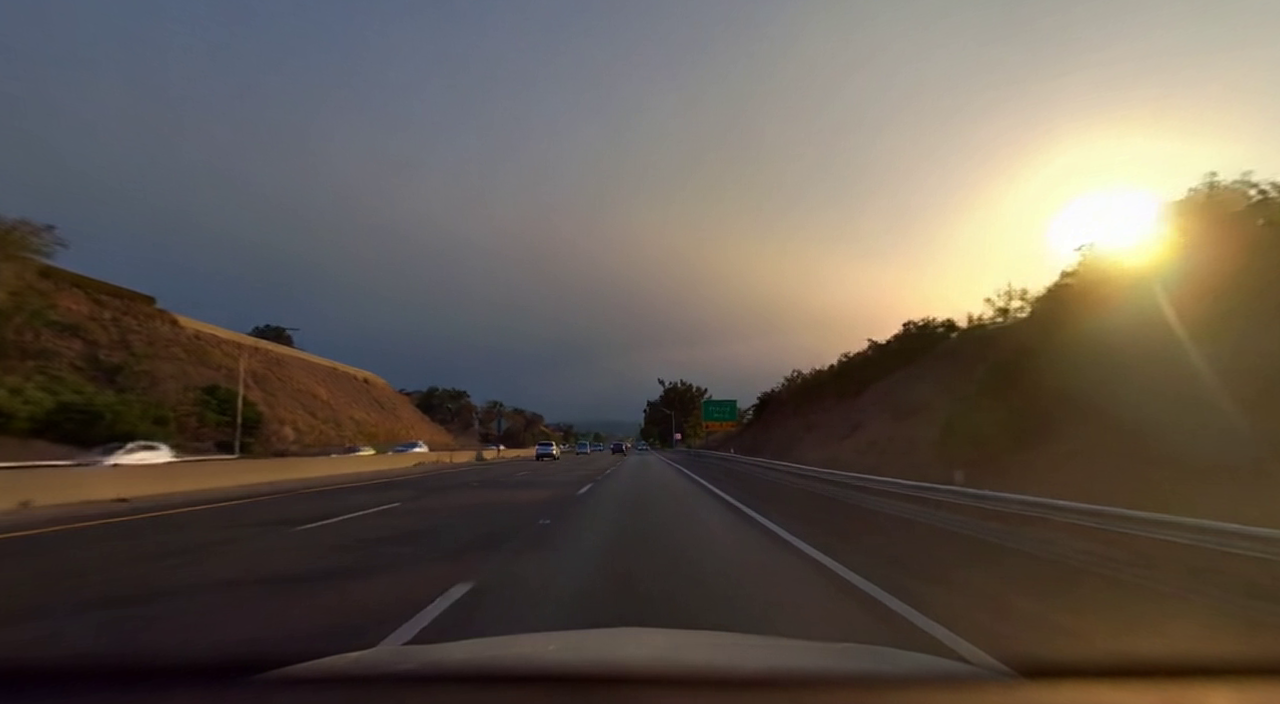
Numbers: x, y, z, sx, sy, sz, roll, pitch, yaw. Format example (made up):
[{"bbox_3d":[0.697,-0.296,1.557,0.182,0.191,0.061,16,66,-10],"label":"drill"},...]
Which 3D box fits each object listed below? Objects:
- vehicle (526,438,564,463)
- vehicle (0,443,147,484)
[{"bbox_3d":[-6.799,7.104,45.372,1.972,1.660,4.254,0,-8,1],"label":"vehicle"},{"bbox_3d":[-22.407,4.365,24.999,1.857,1.443,4.451,0,-8,1],"label":"vehicle"}]
